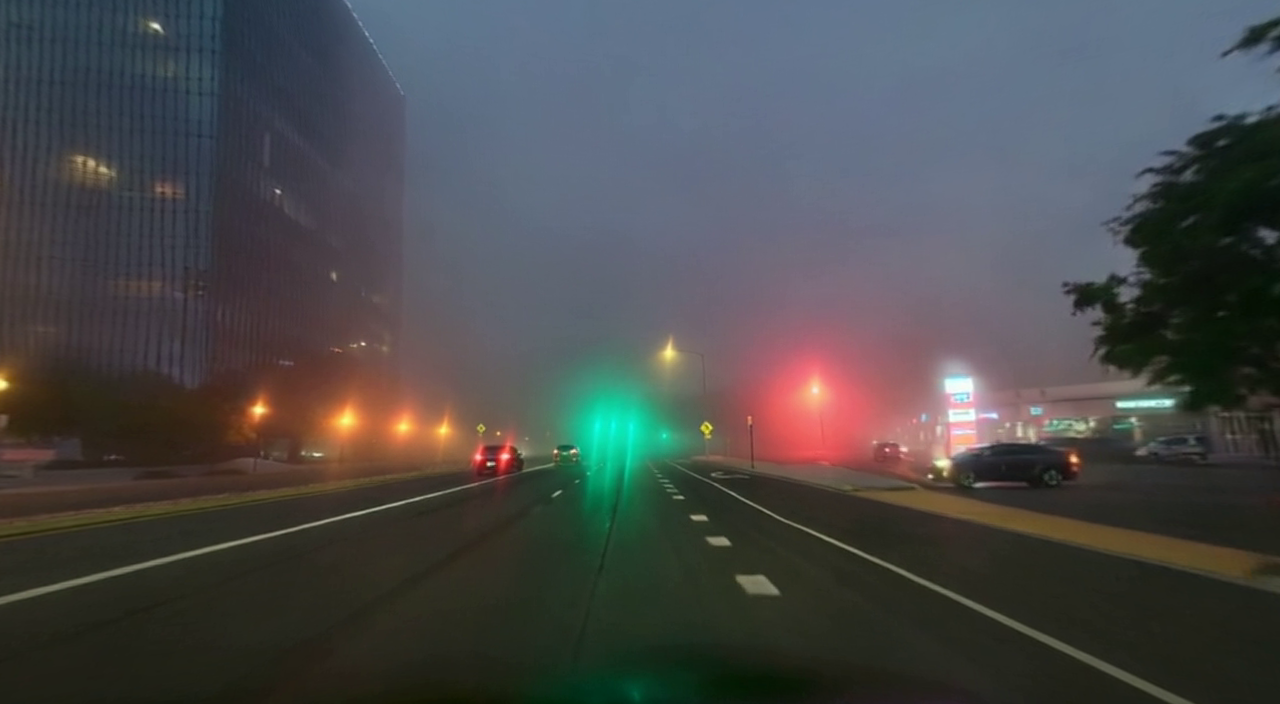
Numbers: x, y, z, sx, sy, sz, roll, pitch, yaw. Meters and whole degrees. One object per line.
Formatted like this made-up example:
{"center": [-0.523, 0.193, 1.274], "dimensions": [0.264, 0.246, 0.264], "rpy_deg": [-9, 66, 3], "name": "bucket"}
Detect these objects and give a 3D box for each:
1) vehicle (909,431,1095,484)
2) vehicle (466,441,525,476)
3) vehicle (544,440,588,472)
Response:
{"center": [11.037, 3.265, 19.591], "dimensions": [4.513, 1.541, 1.948], "rpy_deg": [-1, -9, 6], "name": "vehicle"}
{"center": [-7.219, 5.353, 32.035], "dimensions": [1.909, 1.605, 4.561], "rpy_deg": [0, -8, 0], "name": "vehicle"}
{"center": [-4.263, 6.016, 36.845], "dimensions": [2.052, 1.729, 4.195], "rpy_deg": [0, -8, 0], "name": "vehicle"}
